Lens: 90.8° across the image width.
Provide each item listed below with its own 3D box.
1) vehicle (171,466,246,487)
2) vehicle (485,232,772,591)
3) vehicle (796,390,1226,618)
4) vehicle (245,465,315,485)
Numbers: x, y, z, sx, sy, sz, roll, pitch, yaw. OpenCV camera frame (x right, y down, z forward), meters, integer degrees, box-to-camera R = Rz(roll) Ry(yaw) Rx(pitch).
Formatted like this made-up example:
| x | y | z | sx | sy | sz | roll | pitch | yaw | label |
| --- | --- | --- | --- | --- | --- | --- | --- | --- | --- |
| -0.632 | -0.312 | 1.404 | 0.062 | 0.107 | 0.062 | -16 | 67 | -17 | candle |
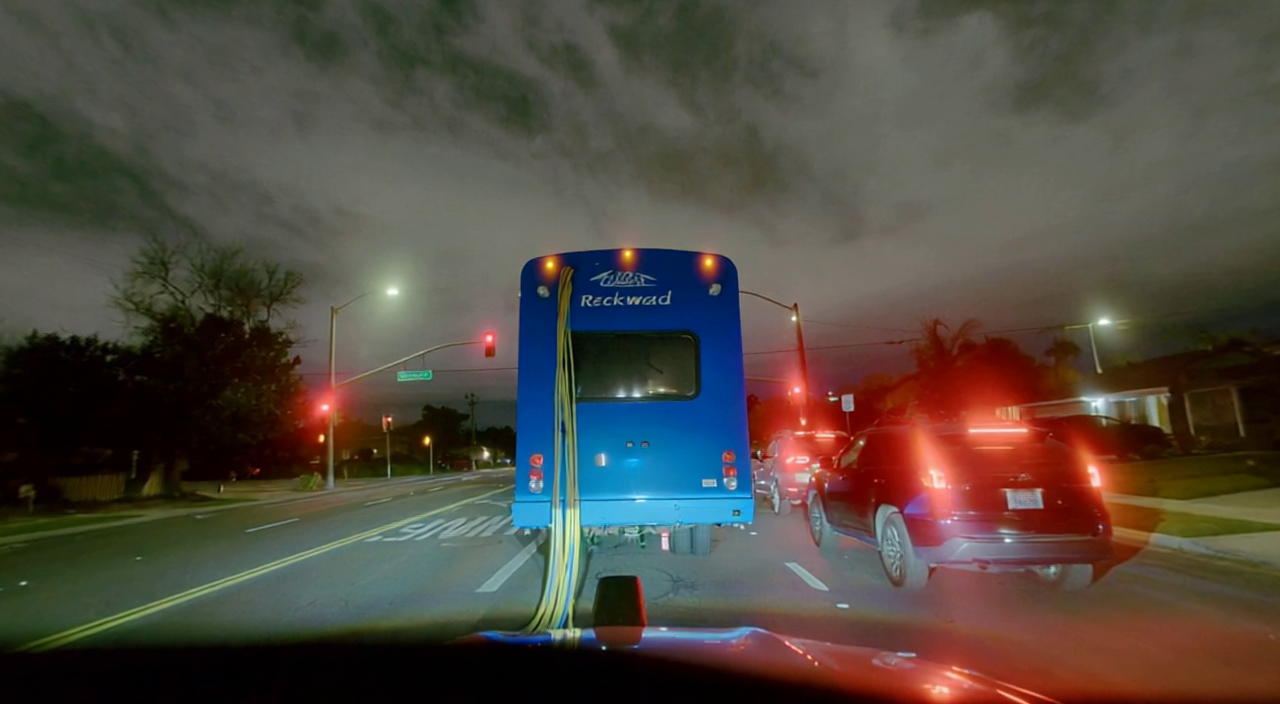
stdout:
| x | y | z | sx | sy | sz | roll | pitch | yaw | label |
| --- | --- | --- | --- | --- | --- | --- | --- | --- | --- |
| -32.714 | 9.399 | 47.949 | 4.311 | 1.458 | 1.707 | 0 | -9 | -3 | vehicle |
| -0.117 | 1.122 | 10.279 | 2.709 | 3.511 | 8.213 | 0 | -9 | 0 | vehicle |
| 3.407 | 1.493 | 7.130 | 2.104 | 1.735 | 4.408 | 0 | -9 | 0 | vehicle |
| -27.412 | 9.348 | 48.142 | 4.187 | 1.445 | 1.809 | 0 | -9 | 0 | vehicle |
